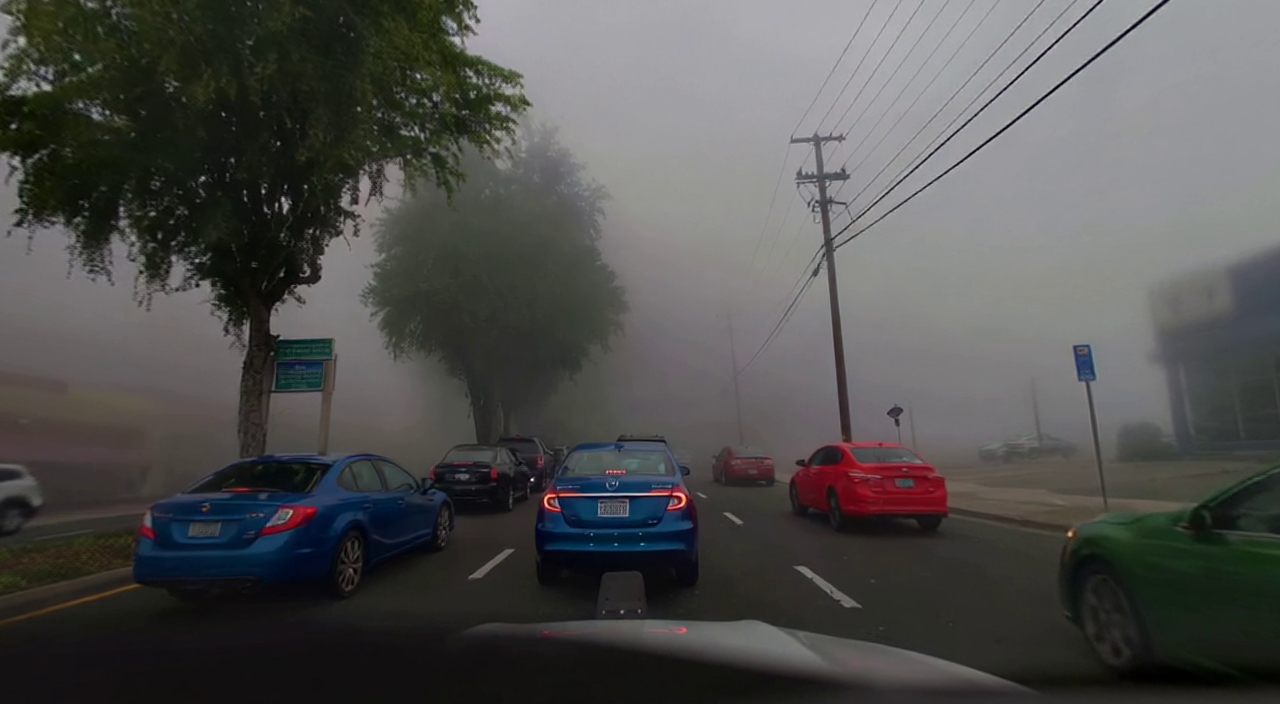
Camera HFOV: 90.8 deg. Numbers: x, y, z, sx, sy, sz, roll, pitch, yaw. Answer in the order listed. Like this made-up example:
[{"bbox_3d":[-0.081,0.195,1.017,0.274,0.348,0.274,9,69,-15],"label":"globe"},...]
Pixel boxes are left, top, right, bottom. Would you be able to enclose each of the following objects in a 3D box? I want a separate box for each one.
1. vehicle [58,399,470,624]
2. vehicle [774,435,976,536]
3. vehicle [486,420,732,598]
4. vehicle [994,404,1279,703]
[{"bbox_3d":[-3.433,1.527,6.999,1.979,1.697,4.254,0,-9,-1],"label":"vehicle"},{"bbox_3d":[3.918,2.289,11.503,1.909,1.473,4.361,0,-9,-1],"label":"vehicle"},{"bbox_3d":[-0.320,1.633,7.396,2.097,1.511,3.809,0,-9,-2],"label":"vehicle"},{"bbox_3d":[3.618,0.926,2.368,1.929,1.479,4.723,0,-9,1],"label":"vehicle"}]
